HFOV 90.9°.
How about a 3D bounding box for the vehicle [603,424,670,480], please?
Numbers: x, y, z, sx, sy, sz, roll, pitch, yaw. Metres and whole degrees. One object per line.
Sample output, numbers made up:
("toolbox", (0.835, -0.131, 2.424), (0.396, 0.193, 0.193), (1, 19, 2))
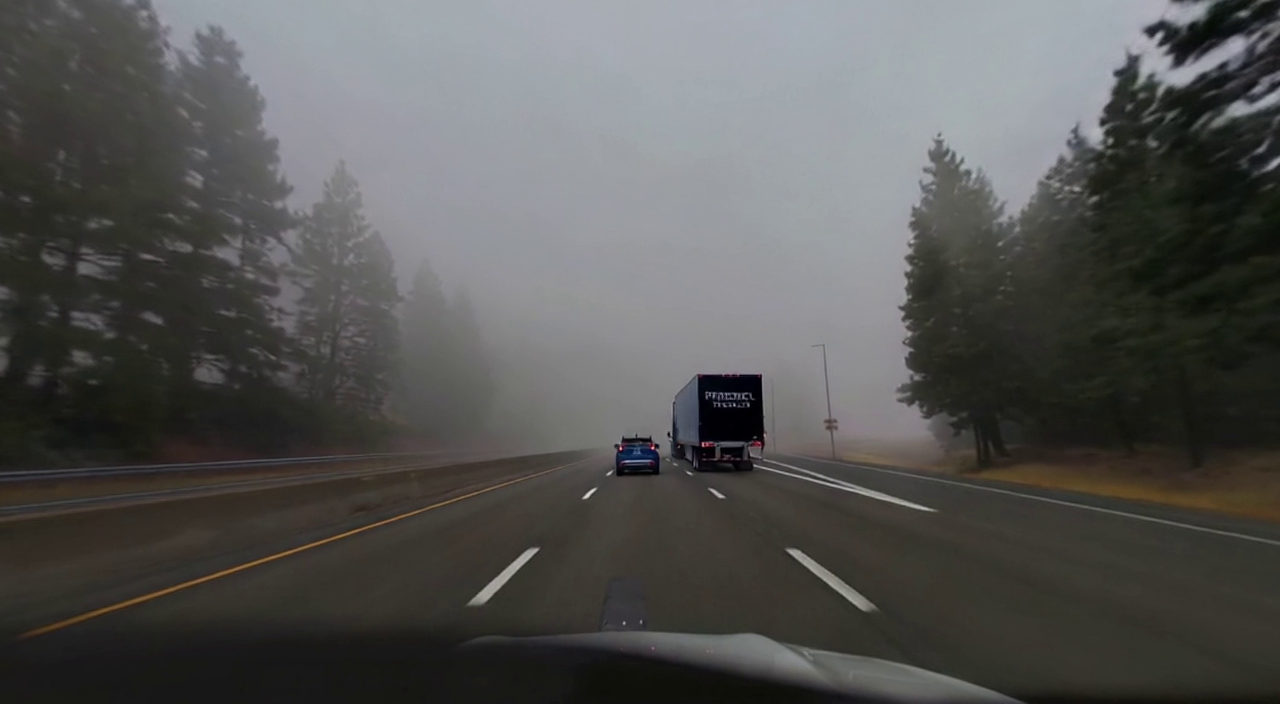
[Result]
("vehicle", (-0.131, 3.654, 23.240), (2.222, 1.848, 4.610), (0, -8, 0))

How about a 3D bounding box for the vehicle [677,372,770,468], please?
("vehicle", (4.107, 4.134, 35.695), (2.899, 4.160, 16.621), (0, -8, 0))
